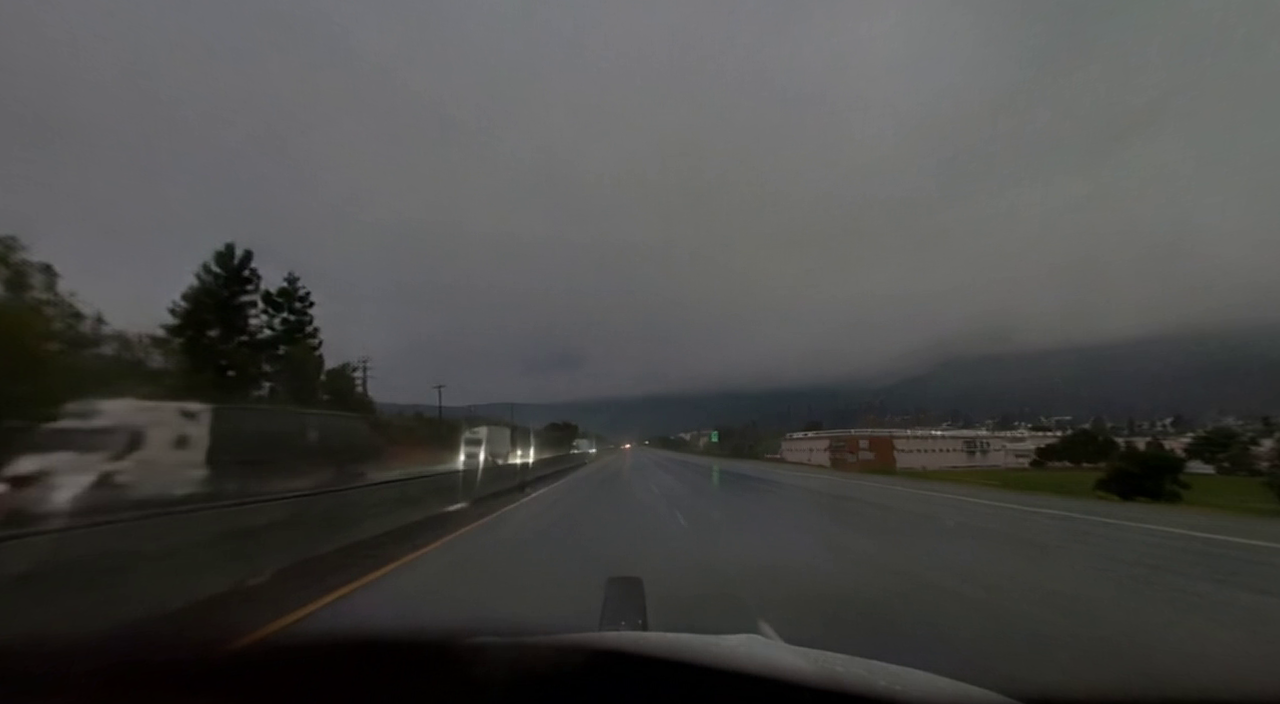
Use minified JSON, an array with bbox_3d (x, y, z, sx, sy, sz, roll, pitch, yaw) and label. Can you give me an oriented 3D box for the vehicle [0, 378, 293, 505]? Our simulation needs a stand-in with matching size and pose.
[{"bbox_3d":[-17.046,3.332,23.131,2.950,3.611,10.144,0,-9,-1],"label":"vehicle"}]
